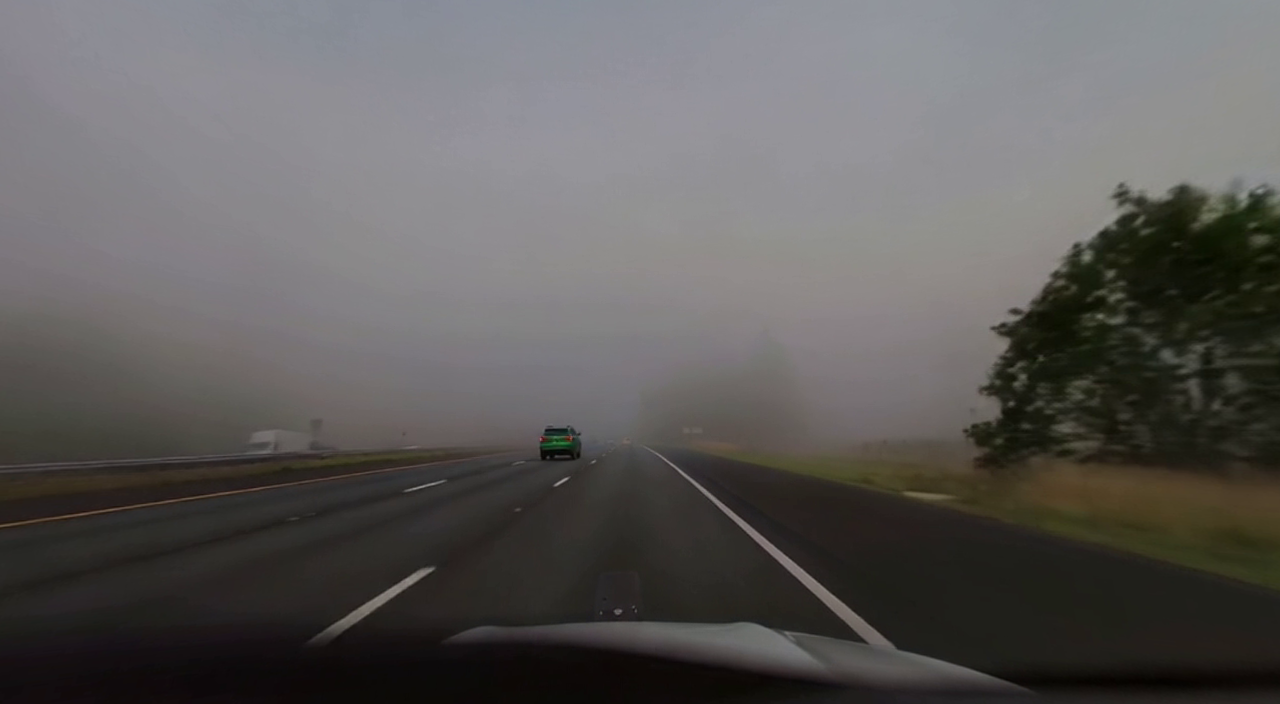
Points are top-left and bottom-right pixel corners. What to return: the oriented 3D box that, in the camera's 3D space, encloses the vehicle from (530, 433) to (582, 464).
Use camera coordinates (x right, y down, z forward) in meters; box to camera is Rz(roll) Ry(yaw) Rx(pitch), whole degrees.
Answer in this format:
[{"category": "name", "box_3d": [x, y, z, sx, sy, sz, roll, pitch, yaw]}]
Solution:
[{"category": "vehicle", "box_3d": [-4.237, 4.927, 32.333, 2.063, 1.496, 4.225, 0, -7, 0]}]
